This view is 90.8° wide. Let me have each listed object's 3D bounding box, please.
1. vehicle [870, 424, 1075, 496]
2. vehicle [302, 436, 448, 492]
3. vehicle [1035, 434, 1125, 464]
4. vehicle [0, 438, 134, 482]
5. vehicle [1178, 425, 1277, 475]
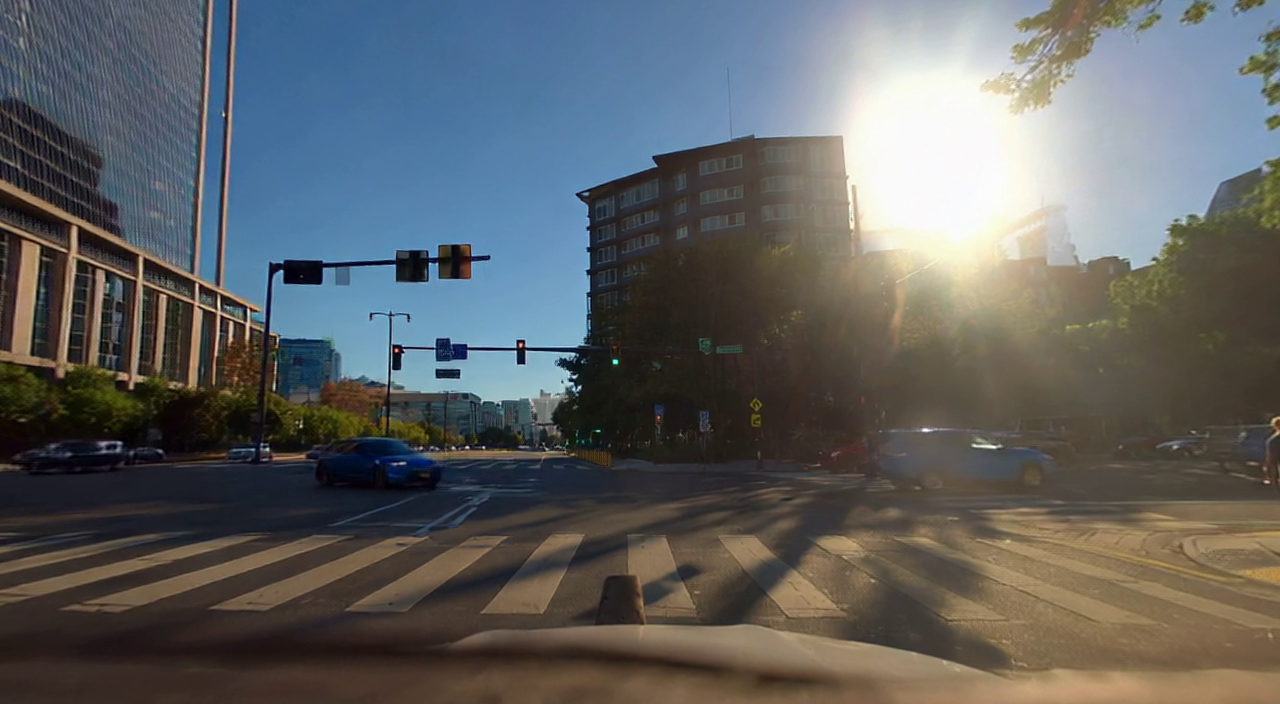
[{"bbox_3d":[9.016,2.928,17.374,4.509,1.821,2.066,1,-9,-9],"label":"vehicle"},{"bbox_3d":[-8.248,3.403,19.585,4.312,1.540,2.007,-6,-10,33],"label":"vehicle"},{"bbox_3d":[27.753,6.149,40.085,2.156,1.719,4.780,0,-8,-2],"label":"vehicle"},{"bbox_3d":[-23.558,4.372,25.831,1.951,1.609,4.693,0,-8,-2],"label":"vehicle"},{"bbox_3d":[23.723,3.984,25.786,2.457,1.777,6.196,-7,-11,39],"label":"vehicle"}]
